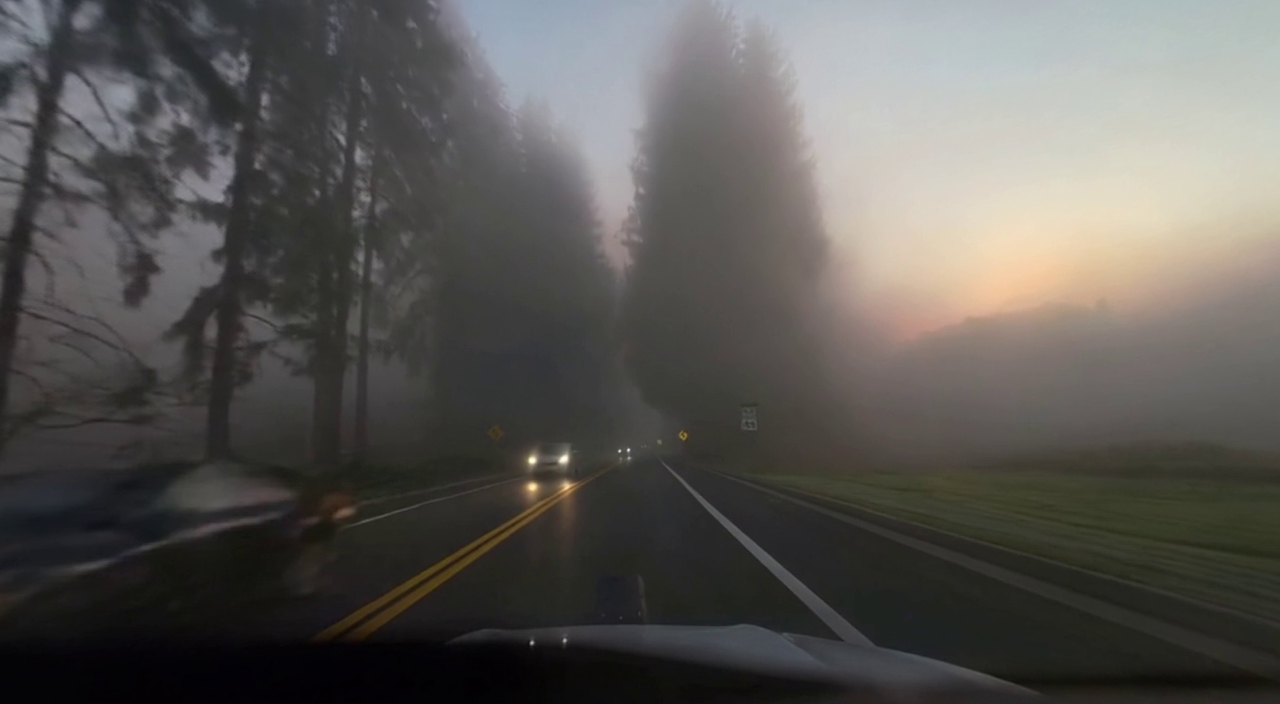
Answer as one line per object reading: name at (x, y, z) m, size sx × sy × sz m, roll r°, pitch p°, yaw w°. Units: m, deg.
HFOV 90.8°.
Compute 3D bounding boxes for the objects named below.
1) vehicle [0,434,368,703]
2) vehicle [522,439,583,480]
vehicle at (-4.024, 1.388, 4.651) m, size 2.031 × 1.477 × 4.450 m, roll 0°, pitch -8°, yaw 0°
vehicle at (-4.028, 5.049, 30.016) m, size 2.124 × 1.754 × 4.791 m, roll 0°, pitch -8°, yaw 1°
